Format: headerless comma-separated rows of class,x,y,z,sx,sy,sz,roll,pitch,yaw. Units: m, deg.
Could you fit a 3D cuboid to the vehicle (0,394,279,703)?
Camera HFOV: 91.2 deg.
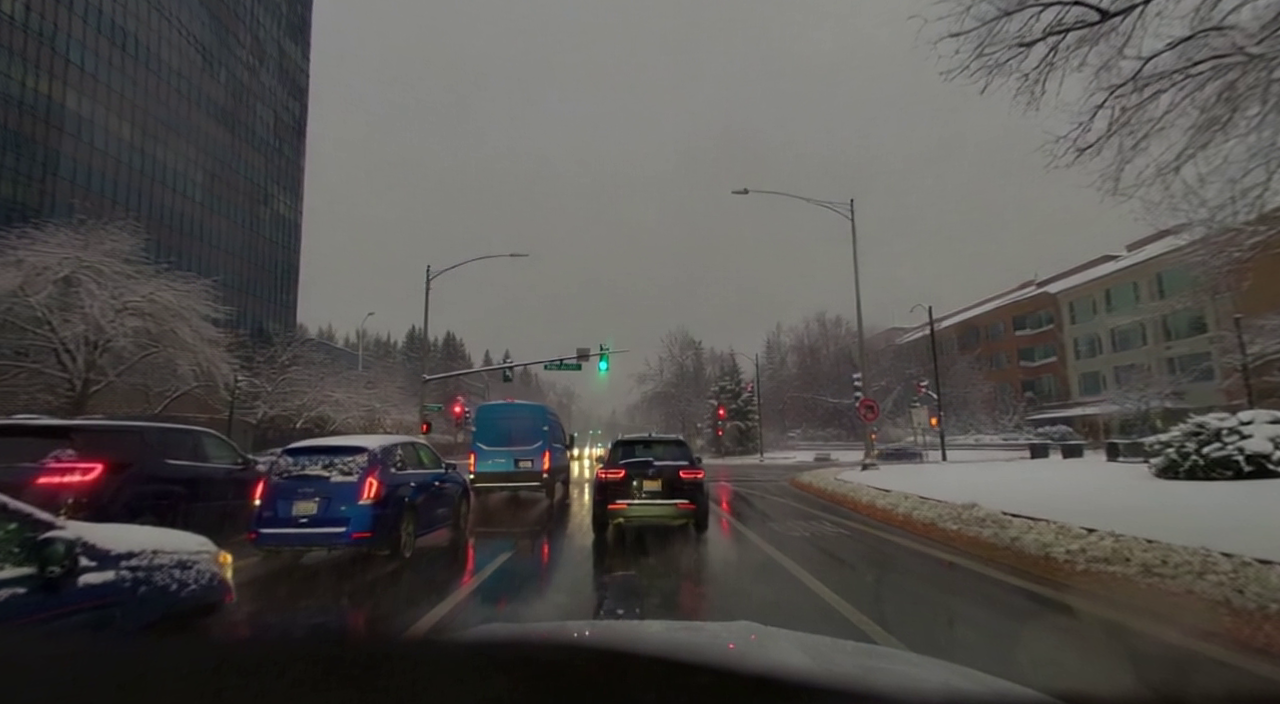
vehicle,-2.905,0.815,1.425,1.893,1.491,3.798,0,-9,0

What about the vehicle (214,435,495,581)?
vehicle,-3.500,1.968,8.766,1.955,1.499,4.223,0,-9,0

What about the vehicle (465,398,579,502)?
vehicle,-3.297,2.937,18.957,2.343,2.635,5.684,0,-9,0

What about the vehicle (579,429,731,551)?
vehicle,0.169,2.092,10.097,1.979,1.562,3.630,0,-9,-1

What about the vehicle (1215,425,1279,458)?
vehicle,28.545,4.035,28.179,1.631,1.416,3.914,0,-9,0
